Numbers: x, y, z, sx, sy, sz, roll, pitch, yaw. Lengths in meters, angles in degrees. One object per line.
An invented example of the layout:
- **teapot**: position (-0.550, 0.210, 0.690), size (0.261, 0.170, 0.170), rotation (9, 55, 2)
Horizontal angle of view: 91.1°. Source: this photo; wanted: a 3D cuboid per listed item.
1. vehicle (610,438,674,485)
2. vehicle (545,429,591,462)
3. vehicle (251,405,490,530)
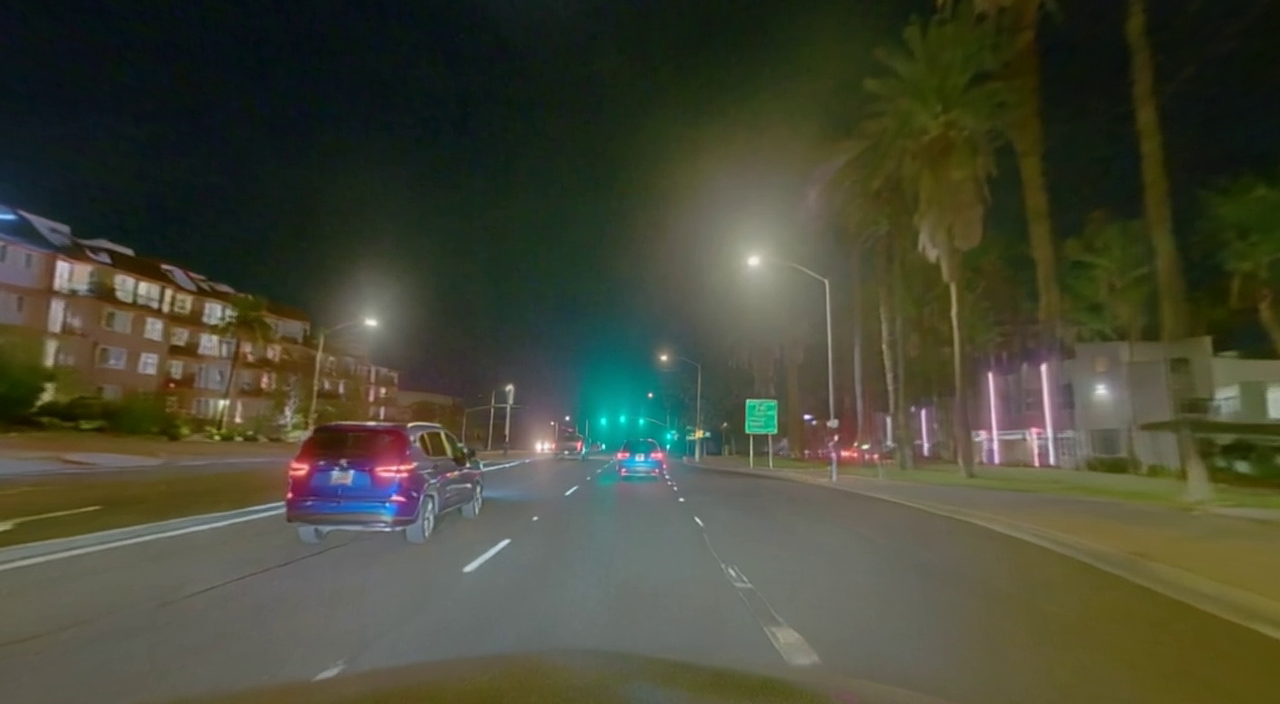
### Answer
- **vehicle**: position (0.069, 3.979, 23.221), size (2.122, 1.562, 4.152), rotation (0, -8, 0)
- **vehicle**: position (-4.781, 6.355, 42.729), size (2.447, 2.062, 5.911), rotation (-1, -8, 0)
- **vehicle**: position (-4.902, 2.214, 12.832), size (2.187, 1.904, 6.103), rotation (0, -8, 0)
